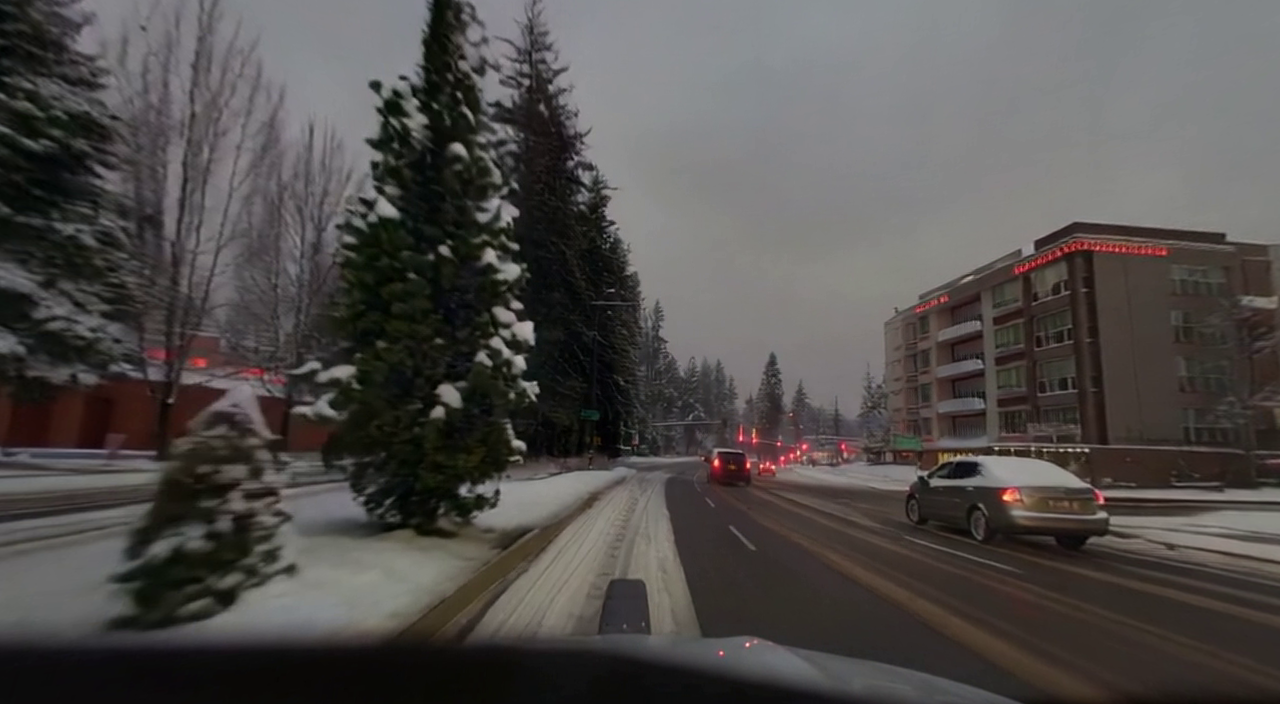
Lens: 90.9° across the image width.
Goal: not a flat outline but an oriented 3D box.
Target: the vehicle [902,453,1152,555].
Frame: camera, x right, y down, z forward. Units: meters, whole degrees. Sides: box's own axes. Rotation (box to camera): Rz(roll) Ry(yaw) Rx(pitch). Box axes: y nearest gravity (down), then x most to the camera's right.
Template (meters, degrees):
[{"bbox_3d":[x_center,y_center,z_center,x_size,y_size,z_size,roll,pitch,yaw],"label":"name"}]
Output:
[{"bbox_3d":[6.975,2.737,12.121,1.899,1.496,4.559,0,-8,0],"label":"vehicle"}]

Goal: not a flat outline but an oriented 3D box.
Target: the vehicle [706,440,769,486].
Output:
[{"bbox_3d":[4.241,4.887,28.136,2.154,1.844,4.634,0,-8,1],"label":"vehicle"}]

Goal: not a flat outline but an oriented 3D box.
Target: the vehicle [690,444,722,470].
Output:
[{"bbox_3d":[4.964,7.950,47.963,2.102,1.859,4.349,0,-9,1],"label":"vehicle"}]
